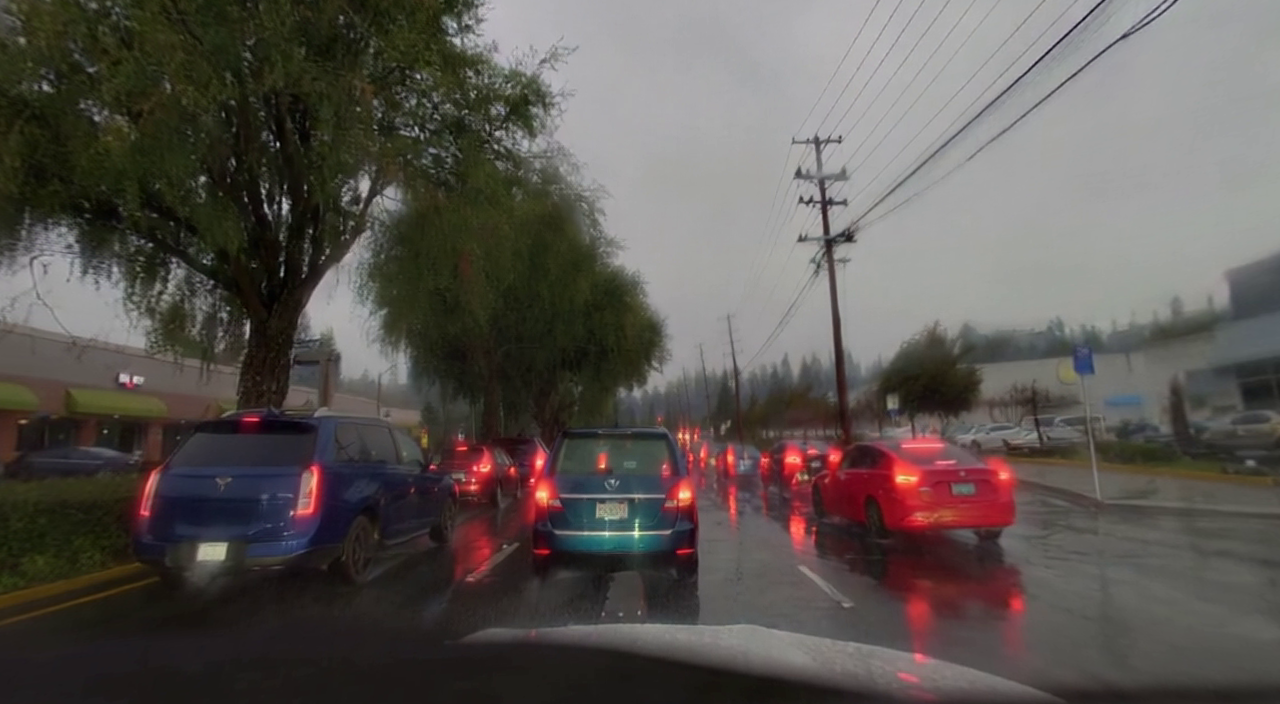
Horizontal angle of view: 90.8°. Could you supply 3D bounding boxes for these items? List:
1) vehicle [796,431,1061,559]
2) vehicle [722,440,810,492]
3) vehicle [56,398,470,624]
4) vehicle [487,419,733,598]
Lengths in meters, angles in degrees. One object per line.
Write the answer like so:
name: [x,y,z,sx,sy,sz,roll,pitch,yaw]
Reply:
vehicle: [3.922,2.000,9.606,1.909,1.473,4.361,0,-9,-1]
vehicle: [3.821,3.527,19.861,1.876,1.456,4.025,0,-9,-1]
vehicle: [-3.437,1.524,6.988,1.979,1.697,4.254,0,-9,-1]
vehicle: [-0.312,1.633,7.398,2.097,1.511,3.809,0,-9,-2]
